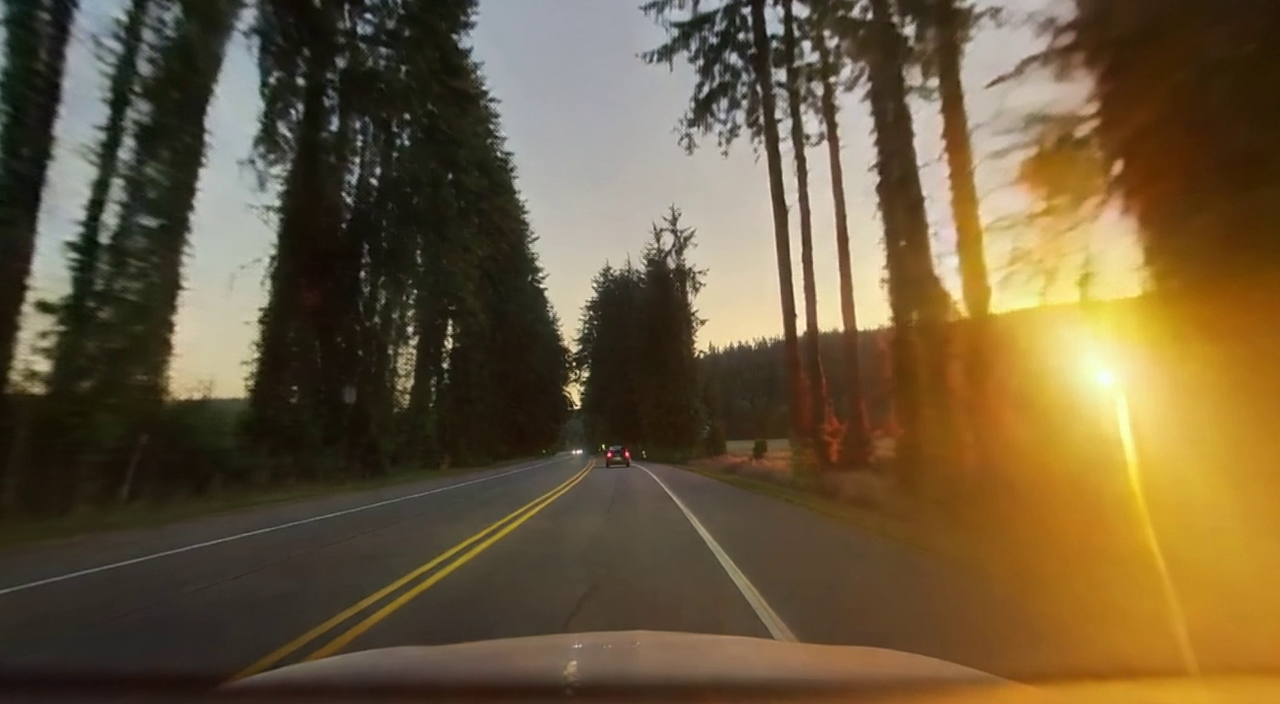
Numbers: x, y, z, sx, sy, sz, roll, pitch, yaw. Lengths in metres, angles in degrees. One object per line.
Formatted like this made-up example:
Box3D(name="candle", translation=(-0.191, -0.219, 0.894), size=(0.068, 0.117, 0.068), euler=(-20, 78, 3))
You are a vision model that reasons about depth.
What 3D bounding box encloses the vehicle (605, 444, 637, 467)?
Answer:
Box3D(name="vehicle", translation=(-1.269, 6.845, 41.916), size=(2.042, 1.489, 3.963), euler=(1, -9, -2))
